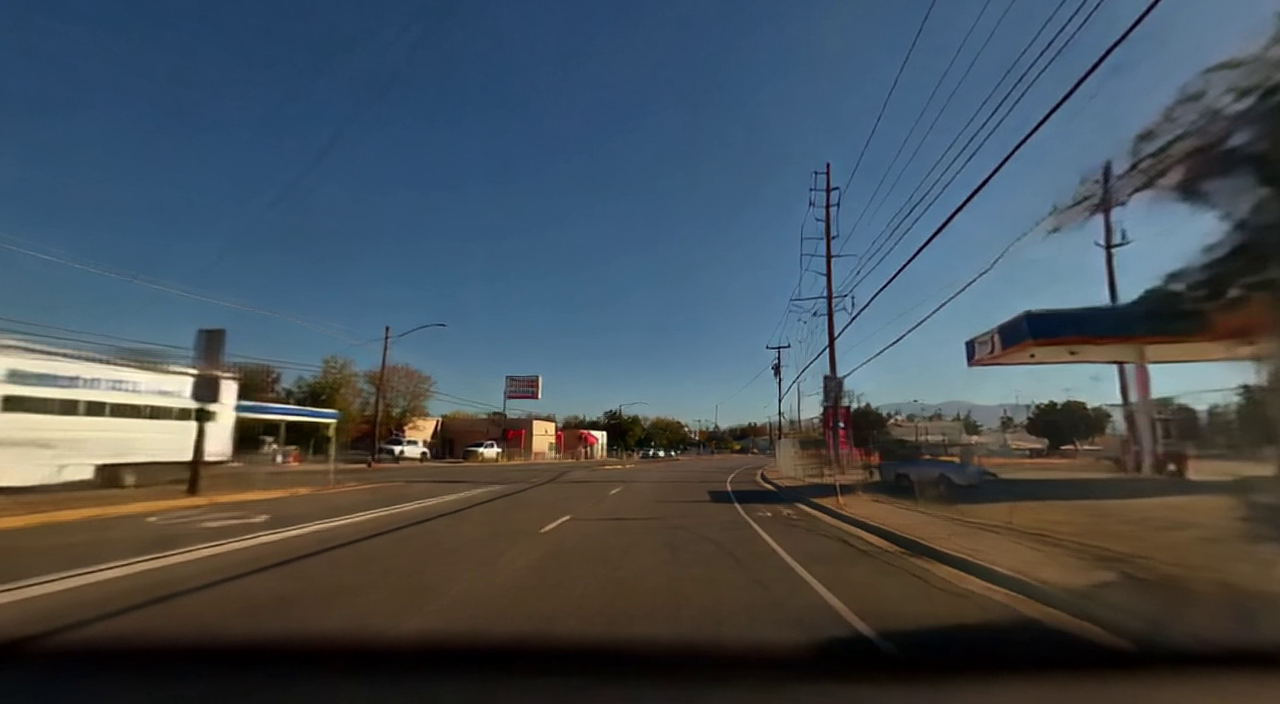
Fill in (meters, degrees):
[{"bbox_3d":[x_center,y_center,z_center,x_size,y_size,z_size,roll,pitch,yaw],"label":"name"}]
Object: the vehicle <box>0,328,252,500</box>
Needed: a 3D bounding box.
[{"bbox_3d":[-16.052,1.786,16.836,2.994,3.930,11.114,-1,-9,8],"label":"vehicle"}]
